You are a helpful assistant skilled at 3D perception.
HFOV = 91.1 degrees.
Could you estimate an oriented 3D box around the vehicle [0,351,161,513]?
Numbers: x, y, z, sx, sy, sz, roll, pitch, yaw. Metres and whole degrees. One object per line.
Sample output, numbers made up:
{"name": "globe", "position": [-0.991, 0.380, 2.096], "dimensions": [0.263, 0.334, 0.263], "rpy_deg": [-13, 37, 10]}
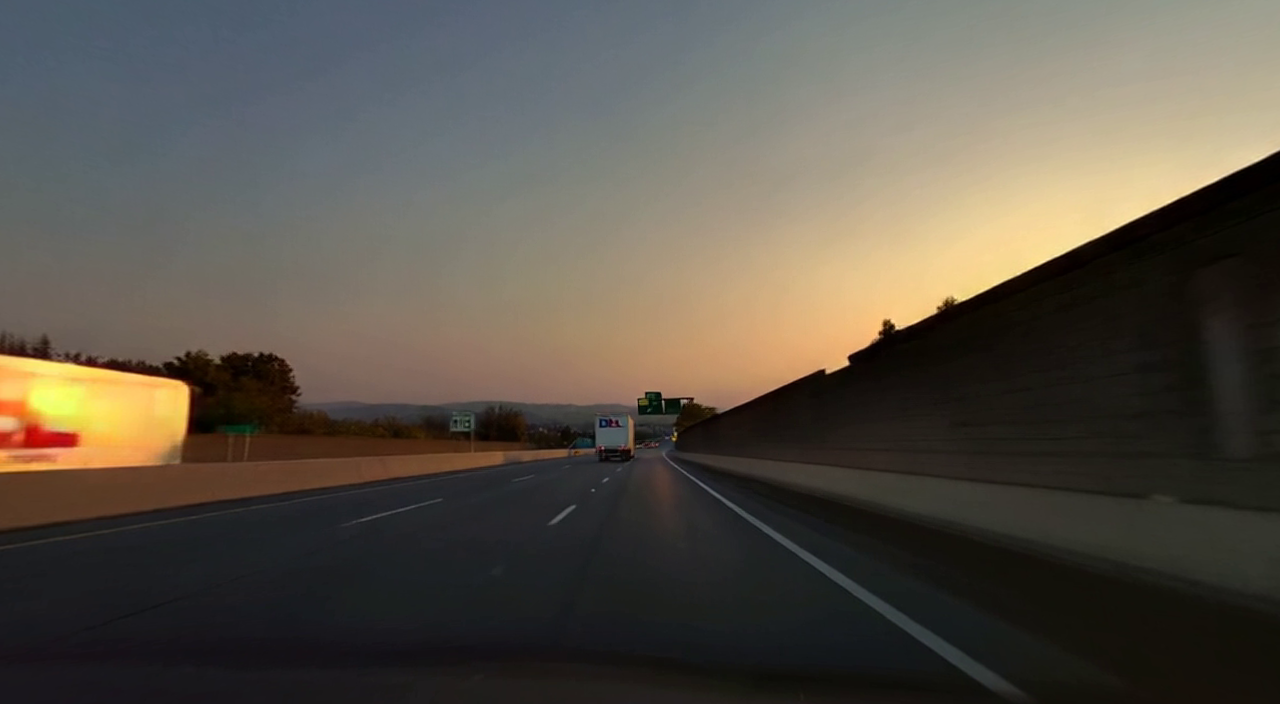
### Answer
{"name": "vehicle", "position": [-17.540, 1.567, 12.306], "dimensions": [3.102, 4.025, 16.974], "rpy_deg": [1, -7, 0]}
